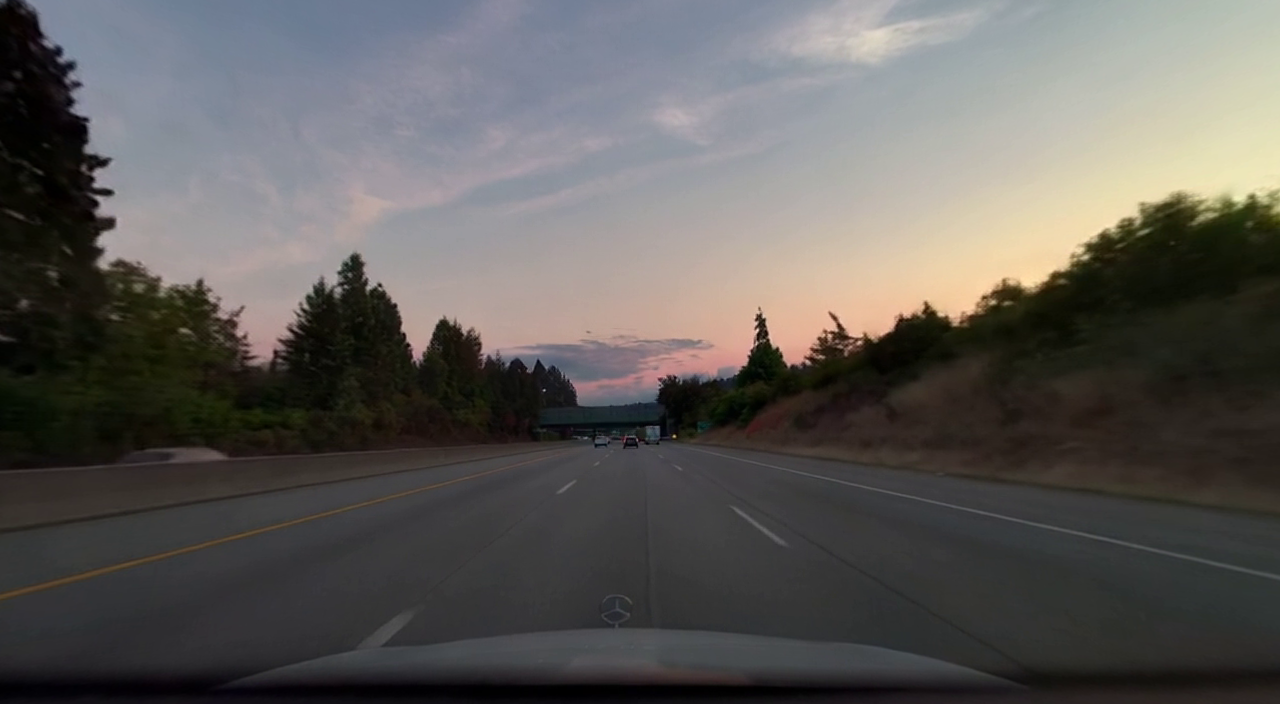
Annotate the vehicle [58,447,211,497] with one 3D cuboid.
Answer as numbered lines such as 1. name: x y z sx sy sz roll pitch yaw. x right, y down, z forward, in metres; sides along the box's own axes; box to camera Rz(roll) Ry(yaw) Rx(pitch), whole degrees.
1. vehicle: -15.414 3.624 19.469 1.975 1.340 3.358 0 -8 -2
